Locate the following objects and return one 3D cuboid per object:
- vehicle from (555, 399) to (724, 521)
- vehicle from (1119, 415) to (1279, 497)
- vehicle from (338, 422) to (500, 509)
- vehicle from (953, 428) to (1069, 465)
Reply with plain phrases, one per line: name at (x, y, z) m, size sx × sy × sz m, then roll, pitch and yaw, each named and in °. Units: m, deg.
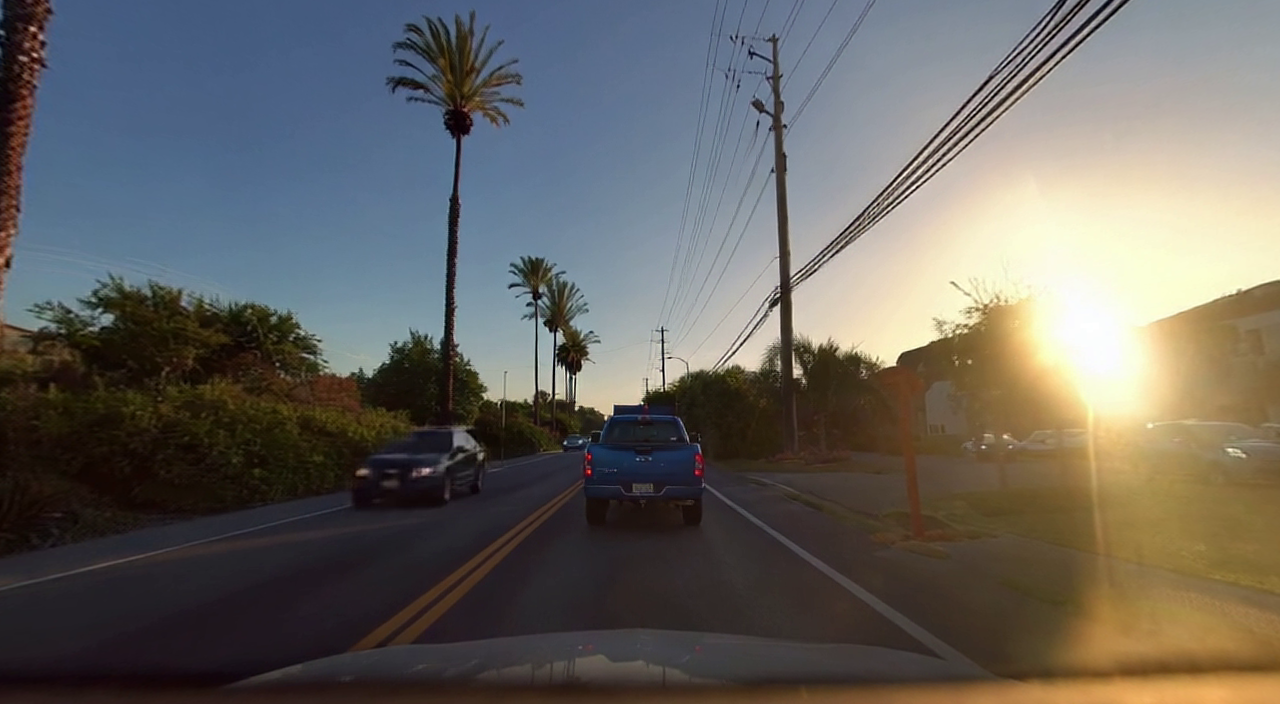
vehicle at (0.013, 2.266, 13.714) m, size 2.848 × 2.047 × 5.885 m, roll 0°, pitch -8°, yaw 0°
vehicle at (16.077, 2.870, 17.791) m, size 2.338 × 1.917 × 6.076 m, roll -3°, pitch -9°, yaw 20°
vehicle at (-5.256, 2.788, 16.066) m, size 2.271 × 1.798 × 5.412 m, roll 0°, pitch -8°, yaw -1°
vehicle at (20.354, 5.263, 35.131) m, size 2.277 × 1.836 × 6.267 m, roll 0°, pitch -9°, yaw -4°
